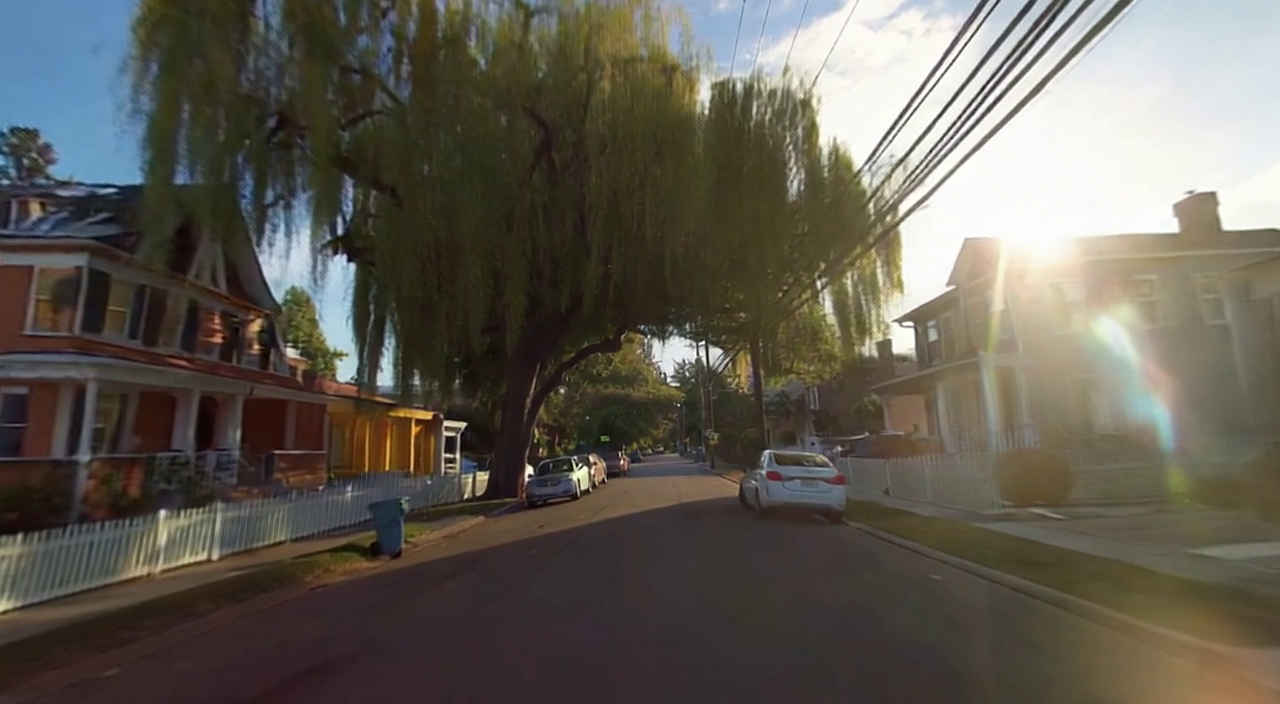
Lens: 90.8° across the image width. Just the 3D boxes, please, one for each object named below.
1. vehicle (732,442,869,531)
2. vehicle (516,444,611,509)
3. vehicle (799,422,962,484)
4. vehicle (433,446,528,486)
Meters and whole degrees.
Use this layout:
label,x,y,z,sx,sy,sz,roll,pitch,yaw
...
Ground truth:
label,x,y,z,sx,sy,sz,roll,pitch,yaw
vehicle,3.410,2.905,14.440,2.043,1.631,4.613,0,-8,2
vehicle,-2.439,4.126,21.534,2.204,1.655,4.813,-8,-9,2
vehicle,8.974,3.806,23.984,5.274,2.170,2.205,0,-8,0
vehicle,-7.875,5.639,31.477,4.088,1.779,2.109,0,-7,5
